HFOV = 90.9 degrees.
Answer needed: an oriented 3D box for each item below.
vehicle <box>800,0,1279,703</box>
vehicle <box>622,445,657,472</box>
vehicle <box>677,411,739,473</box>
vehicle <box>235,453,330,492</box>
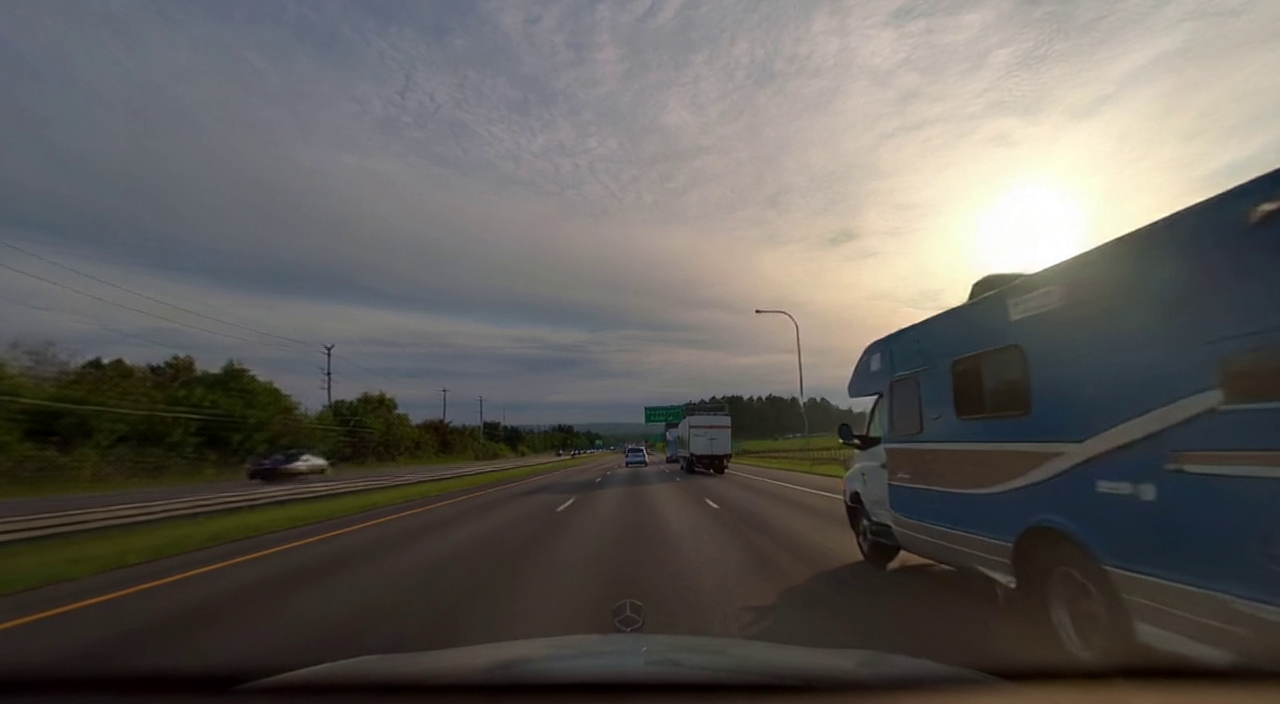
[{"bbox_3d":[3.648,0.495,4.934,2.698,3.001,7.323,0,-9,-1],"label":"vehicle"},{"bbox_3d":[-0.036,6.997,41.600,2.151,1.678,3.923,0,-9,0],"label":"vehicle"},{"bbox_3d":[4.106,5.782,40.153,2.931,3.530,8.760,0,-9,-1],"label":"vehicle"},{"bbox_3d":[-15.431,5.192,27.458,1.767,1.499,3.962,0,-9,0],"label":"vehicle"}]
